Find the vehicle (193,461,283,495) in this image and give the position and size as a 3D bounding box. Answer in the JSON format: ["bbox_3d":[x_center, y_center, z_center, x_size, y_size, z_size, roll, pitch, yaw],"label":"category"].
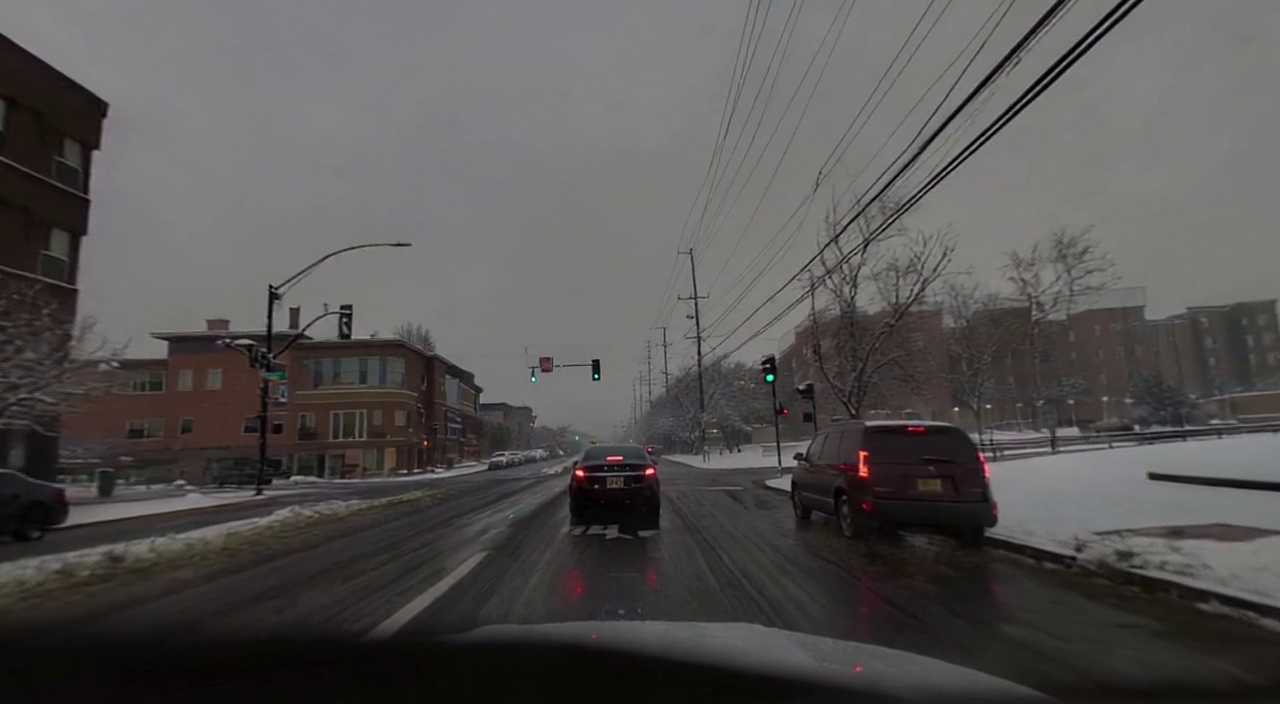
[{"bbox_3d":[-25.296,7.949,39.864,4.337,1.739,1.981,-5,-11,2],"label":"vehicle"}]

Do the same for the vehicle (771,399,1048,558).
[{"bbox_3d":[3.832,1.924,10.328,2.248,1.945,5.011,0,-9,-1],"label":"vehicle"}]

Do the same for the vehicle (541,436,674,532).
[{"bbox_3d":[-0.492,2.338,11.789,2.019,1.453,4.129,0,-8,0],"label":"vehicle"}]
